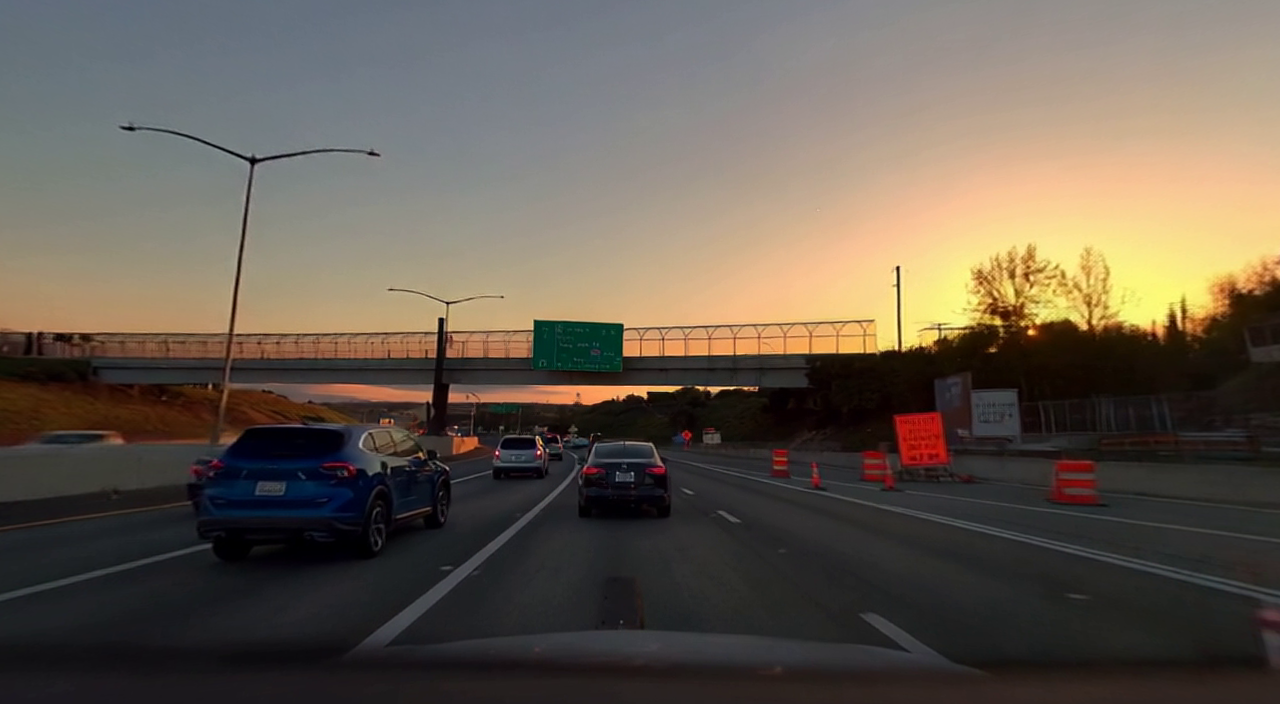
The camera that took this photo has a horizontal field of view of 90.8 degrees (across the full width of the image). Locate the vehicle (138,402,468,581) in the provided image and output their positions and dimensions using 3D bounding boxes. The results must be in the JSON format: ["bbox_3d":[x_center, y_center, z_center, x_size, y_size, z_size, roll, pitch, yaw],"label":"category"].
[{"bbox_3d":[-3.812,1.652,8.210,2.025,1.708,4.089,0,-9,0],"label":"vehicle"}]

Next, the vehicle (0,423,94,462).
[{"bbox_3d":[-29.030,4.328,30.129,2.033,1.675,4.577,1,-9,-4],"label":"vehicle"}]

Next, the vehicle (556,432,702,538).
[{"bbox_3d":[-0.218,2.187,11.011,2.069,1.484,3.982,0,-9,-2],"label":"vehicle"}]

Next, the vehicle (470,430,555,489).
[{"bbox_3d":[-4.083,3.523,20.945,1.982,1.727,4.057,0,-9,-1],"label":"vehicle"}]
